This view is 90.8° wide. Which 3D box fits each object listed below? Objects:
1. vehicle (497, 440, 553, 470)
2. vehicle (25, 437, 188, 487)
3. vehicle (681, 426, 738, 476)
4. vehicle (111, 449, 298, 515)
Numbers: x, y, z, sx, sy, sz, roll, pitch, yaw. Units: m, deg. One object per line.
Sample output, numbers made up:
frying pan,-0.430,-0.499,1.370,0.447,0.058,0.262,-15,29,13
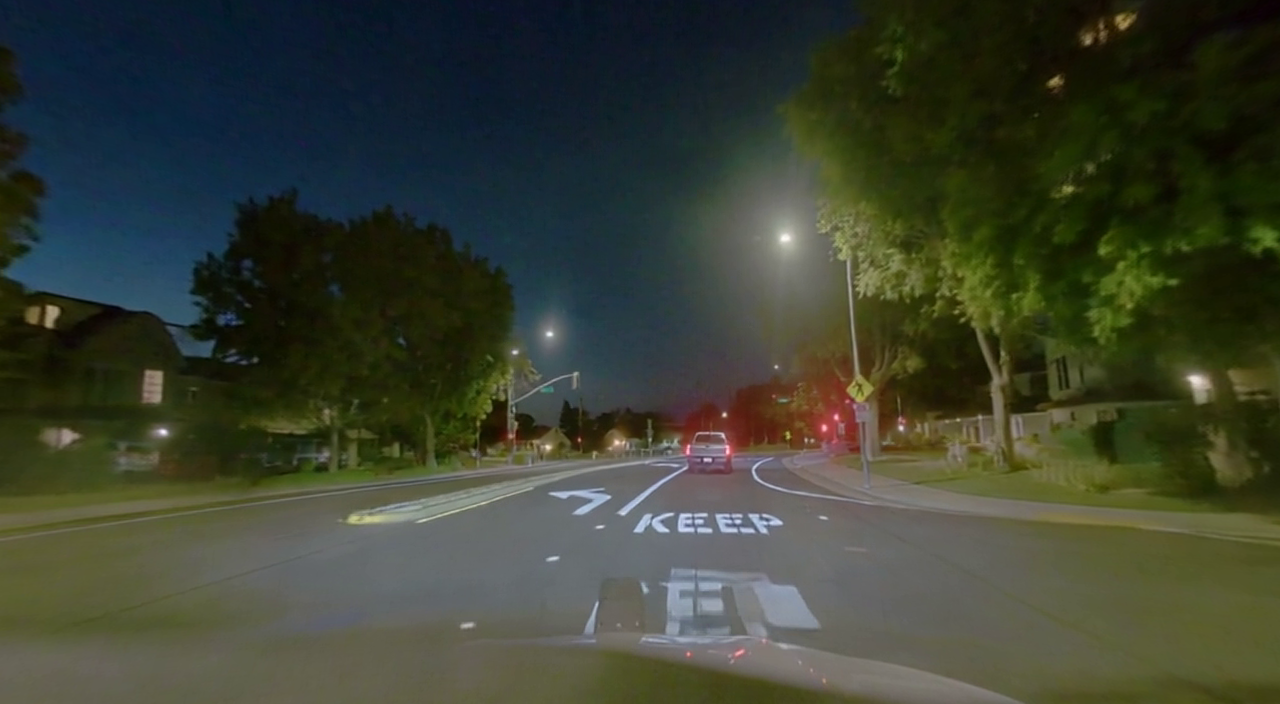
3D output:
vehicle,-7.836,7.031,43.535,2.053,1.822,4.852,-3,-7,12
vehicle,-19.472,4.018,23.205,4.168,1.735,1.925,0,-9,0
vehicle,3.093,4.260,27.325,2.153,1.942,4.767,-2,-9,9
vehicle,-12.185,3.618,18.143,1.873,1.508,4.483,-2,-7,6
